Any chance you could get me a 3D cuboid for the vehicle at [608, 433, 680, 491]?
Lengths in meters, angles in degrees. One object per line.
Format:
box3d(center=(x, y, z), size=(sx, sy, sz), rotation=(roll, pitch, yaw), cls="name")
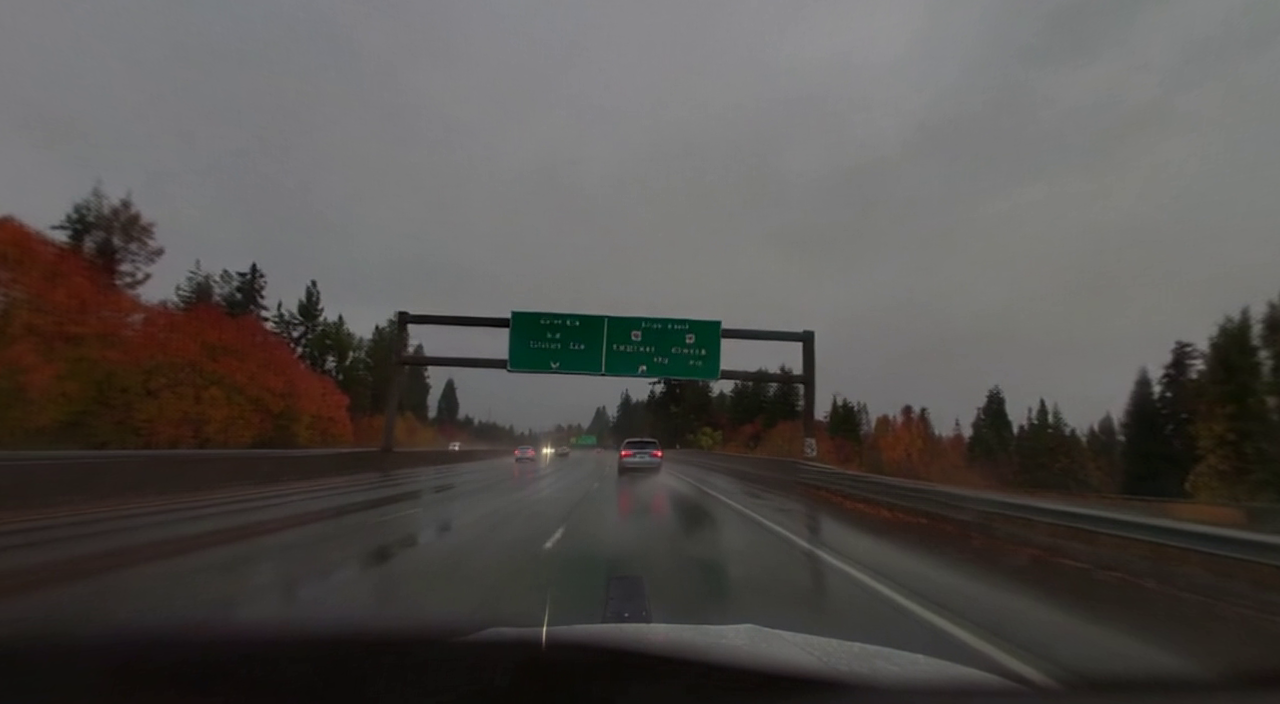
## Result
box3d(center=(0.022, 3.576, 20.857), size=(2.120, 1.706, 4.226), rotation=(0, -8, -3), cls="vehicle")
